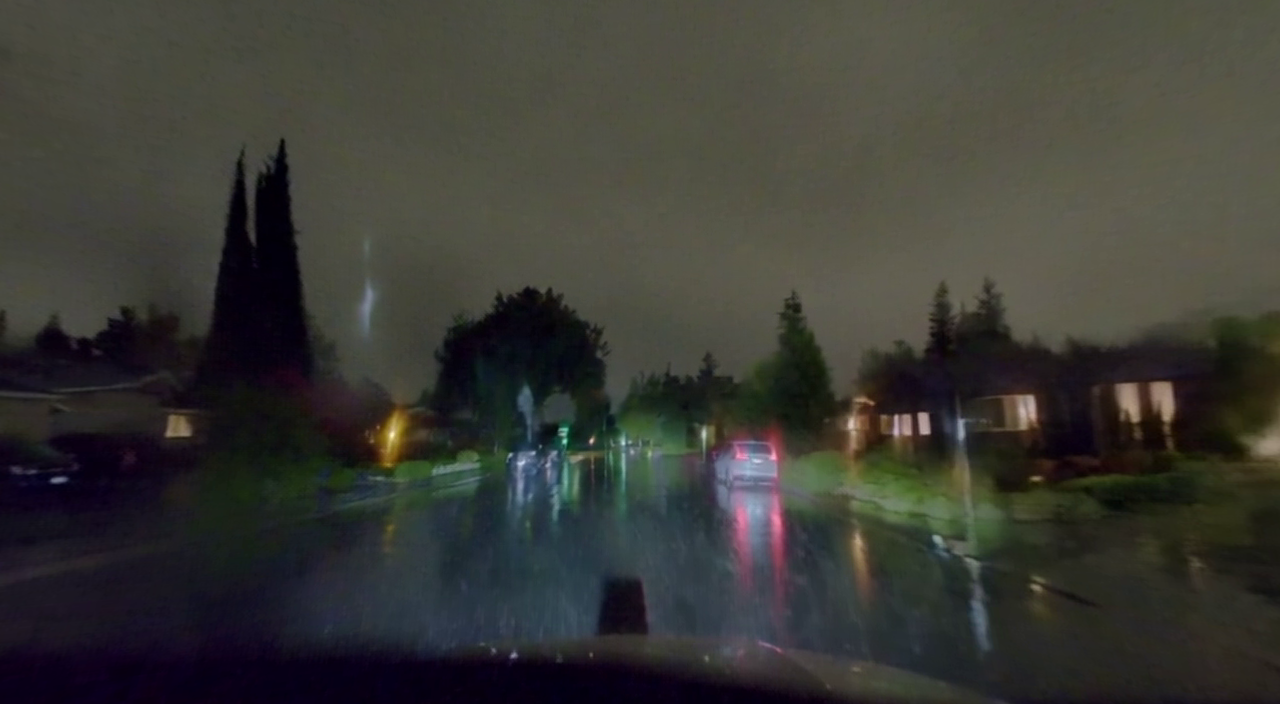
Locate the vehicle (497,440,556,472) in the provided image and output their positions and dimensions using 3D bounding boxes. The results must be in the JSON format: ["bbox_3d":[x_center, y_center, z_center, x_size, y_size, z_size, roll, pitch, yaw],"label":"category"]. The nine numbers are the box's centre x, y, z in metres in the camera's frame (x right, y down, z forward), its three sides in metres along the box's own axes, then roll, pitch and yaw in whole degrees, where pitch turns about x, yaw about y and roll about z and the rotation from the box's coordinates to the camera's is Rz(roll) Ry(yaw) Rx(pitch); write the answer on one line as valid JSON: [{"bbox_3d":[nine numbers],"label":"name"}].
[{"bbox_3d":[-5.996,5.612,33.700,1.943,1.433,4.717,-6,-11,4],"label":"vehicle"}]

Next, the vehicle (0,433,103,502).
[{"bbox_3d":[-15.666,2.687,14.891,4.344,1.483,1.928,-1,-8,8],"label":"vehicle"}]

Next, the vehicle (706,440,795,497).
[{"bbox_3d":[3.099,3.350,18.672,2.088,1.429,4.796,-1,-8,4],"label":"vehicle"}]
